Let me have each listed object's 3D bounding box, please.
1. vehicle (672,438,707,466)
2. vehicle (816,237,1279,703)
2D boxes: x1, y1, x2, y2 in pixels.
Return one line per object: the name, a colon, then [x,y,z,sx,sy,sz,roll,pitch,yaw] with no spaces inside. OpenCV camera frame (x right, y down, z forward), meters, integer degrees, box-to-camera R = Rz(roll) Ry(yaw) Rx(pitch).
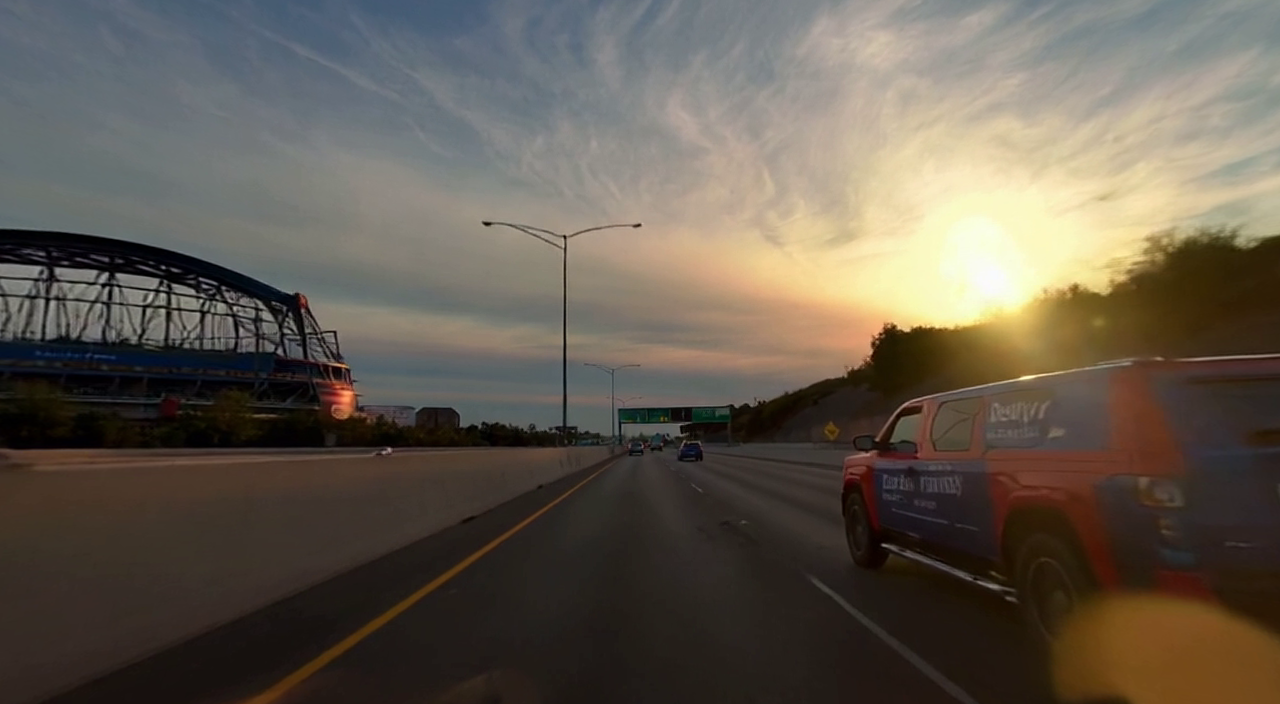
vehicle: [3.282,6.771,42.756,1.973,1.774,4.092,0,-9,-1]
vehicle: [3.060,0.990,4.347,2.199,2.002,4.970,0,-9,0]
